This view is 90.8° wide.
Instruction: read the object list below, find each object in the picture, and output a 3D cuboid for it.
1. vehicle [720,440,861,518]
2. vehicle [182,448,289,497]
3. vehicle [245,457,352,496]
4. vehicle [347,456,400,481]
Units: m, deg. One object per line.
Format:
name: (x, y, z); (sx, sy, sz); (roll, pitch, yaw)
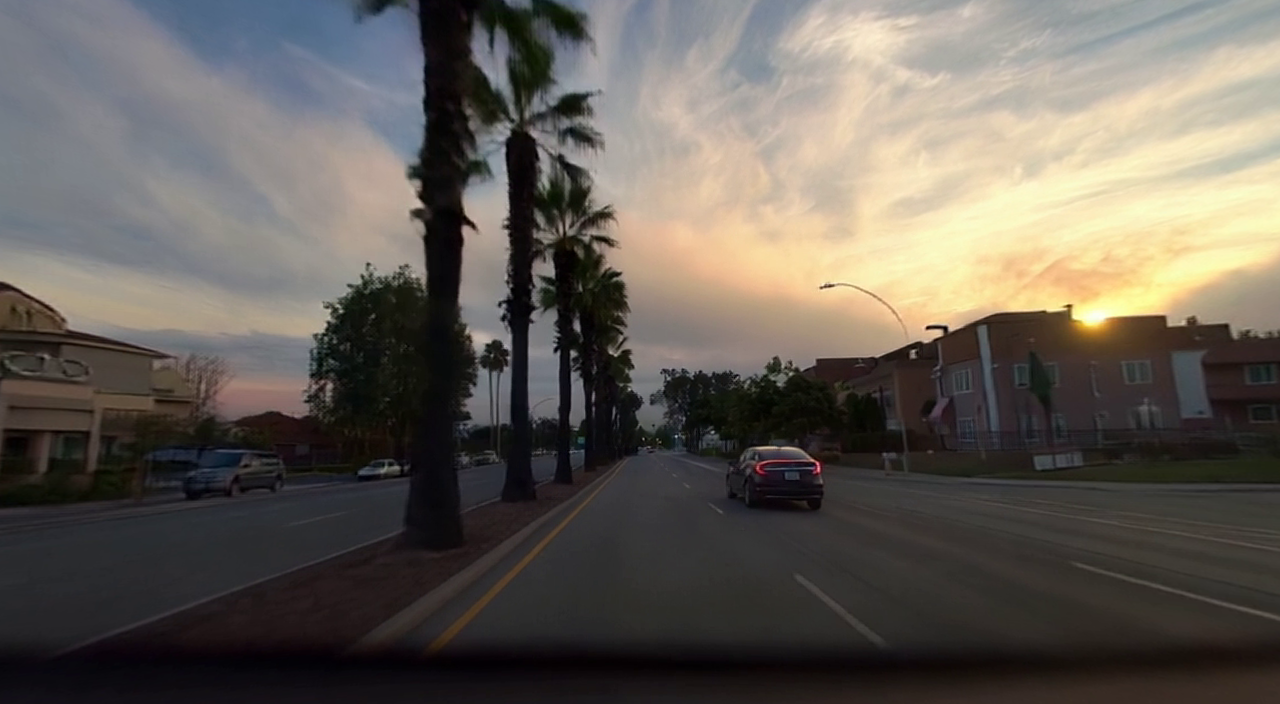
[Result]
vehicle: (3.209, 2.819, 14.606); (1.989, 1.492, 4.689); (0, -9, -2)
vehicle: (-19.112, 5.721, 30.195); (1.987, 1.998, 4.642); (-4, -10, 1)
vehicle: (-14.884, 5.401, 27.874); (1.990, 1.488, 4.724); (0, -9, 1)
vehicle: (-18.811, 8.215, 44.804); (1.811, 1.539, 4.560); (0, -9, -1)
